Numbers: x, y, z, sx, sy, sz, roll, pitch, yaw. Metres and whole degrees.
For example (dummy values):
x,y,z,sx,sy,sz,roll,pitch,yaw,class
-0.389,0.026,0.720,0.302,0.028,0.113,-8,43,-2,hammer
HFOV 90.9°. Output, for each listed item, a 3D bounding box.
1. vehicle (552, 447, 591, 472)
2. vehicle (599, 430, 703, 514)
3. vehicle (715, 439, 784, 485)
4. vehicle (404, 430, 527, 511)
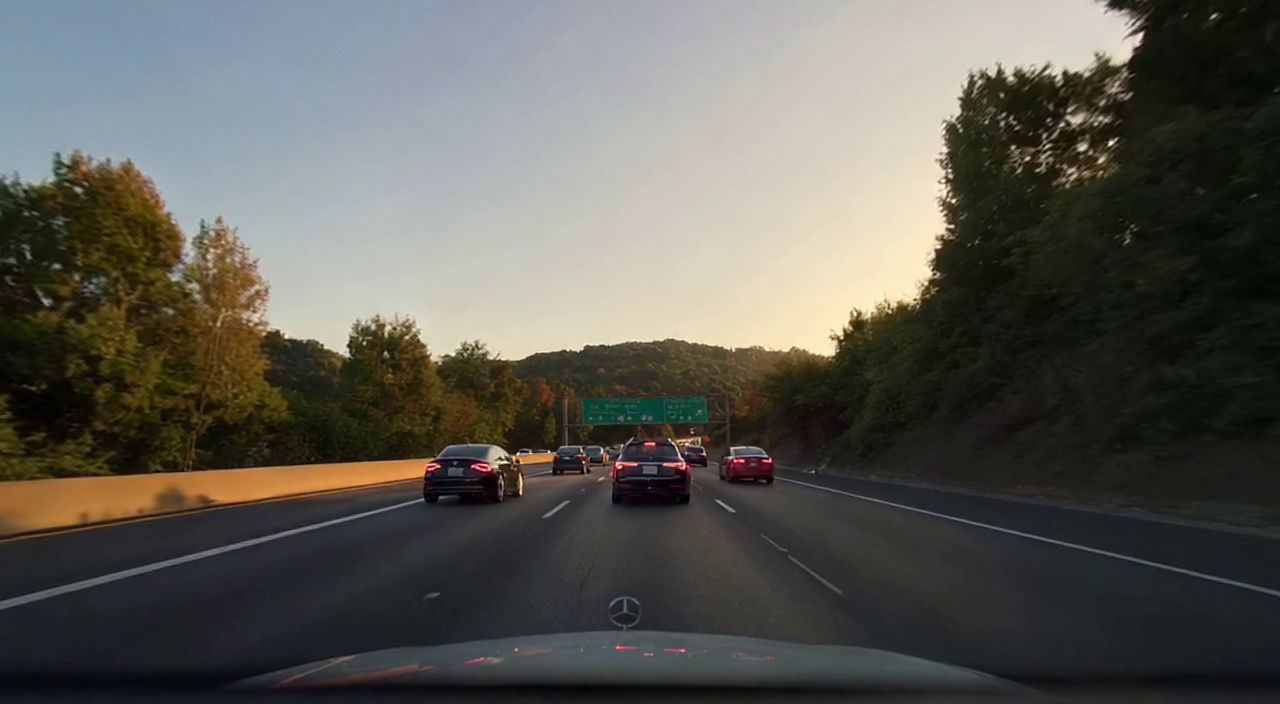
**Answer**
x,y,z,sx,sy,sz,roll,pitch,yaw,class
-4.091,6.507,38.286,1.910,1.468,3.781,0,-9,1,vehicle
0.223,2.731,14.725,2.093,1.695,3.782,0,-9,0,vehicle
4.120,4.205,24.254,1.905,1.590,3.746,0,-9,-1,vehicle
-4.110,2.855,15.540,1.890,1.708,3.844,0,-9,0,vehicle
